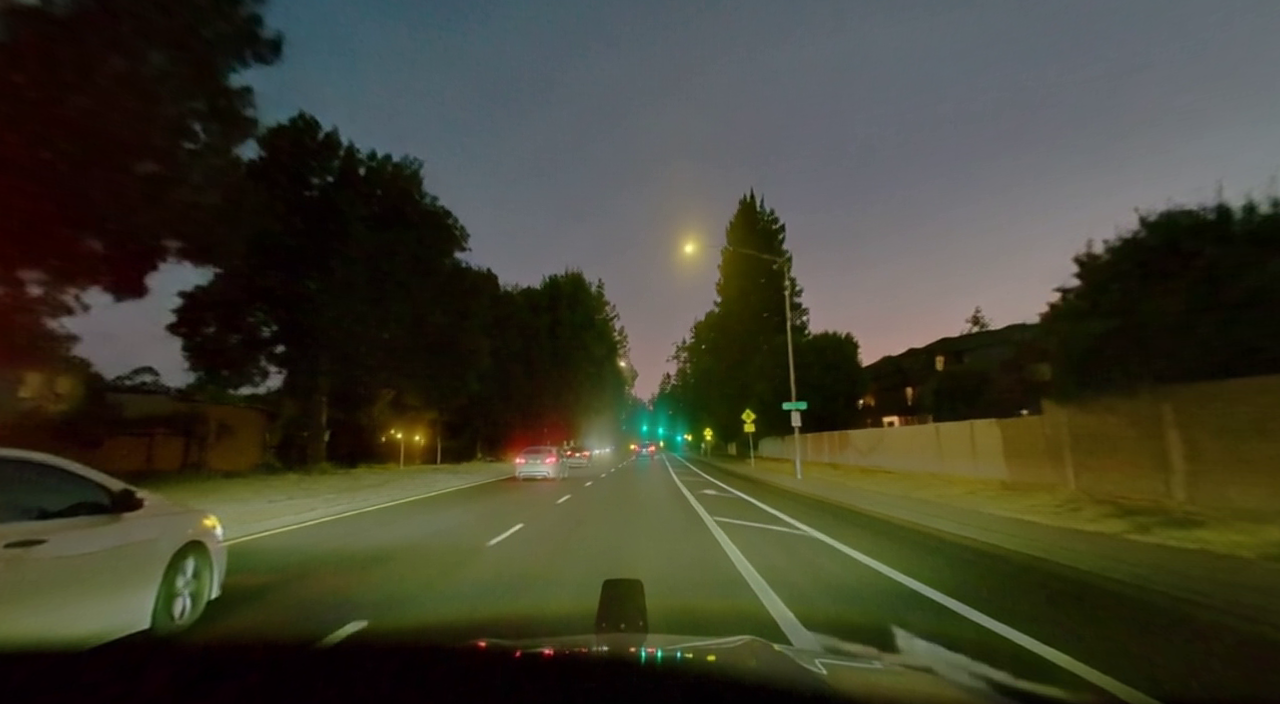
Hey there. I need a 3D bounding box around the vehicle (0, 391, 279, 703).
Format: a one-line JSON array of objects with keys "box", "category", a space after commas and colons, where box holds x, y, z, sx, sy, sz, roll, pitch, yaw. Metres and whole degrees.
[{"box": [-4.014, 0.903, 2.503, 2.190, 1.545, 4.943, 0, -8, 1], "category": "vehicle"}]

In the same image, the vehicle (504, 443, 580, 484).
[{"box": [-3.785, 4.406, 25.295, 2.188, 1.473, 4.651, 0, -8, 2], "category": "vehicle"}]

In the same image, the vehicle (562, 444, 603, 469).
[{"box": [-3.593, 6.669, 40.474, 2.110, 1.529, 4.743, 0, -8, 1], "category": "vehicle"}]
